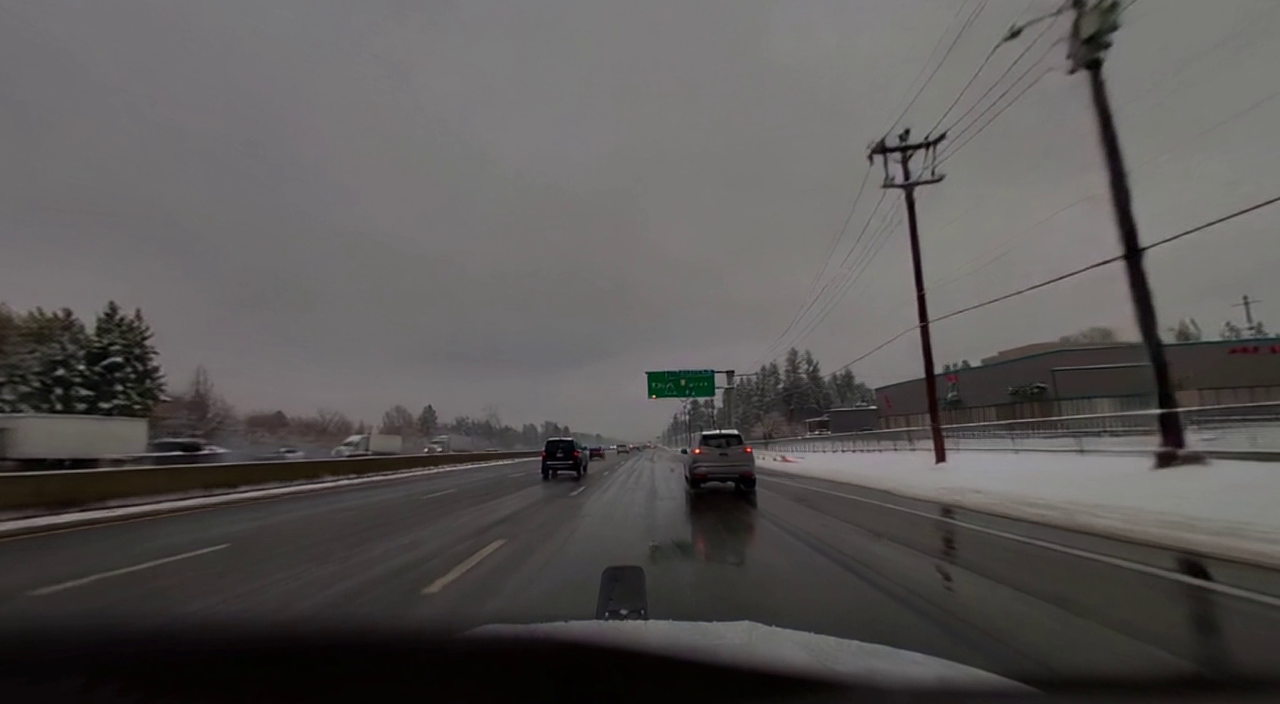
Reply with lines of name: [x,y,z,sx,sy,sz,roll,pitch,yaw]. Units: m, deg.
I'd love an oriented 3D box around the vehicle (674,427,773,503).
vehicle: [2.024,2.905,16.599,2.134,1.733,4.049,0,-8,1]

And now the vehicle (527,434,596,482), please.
vehicle: [-3.088,4.256,25.707,2.125,1.764,4.393,0,-8,1]

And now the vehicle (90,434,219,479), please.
vehicle: [-22.908,4.941,30.066,2.258,1.959,4.897,0,-8,-1]

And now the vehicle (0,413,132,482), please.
vehicle: [-32.608,4.990,32.943,2.955,3.302,11.152,0,-8,-1]

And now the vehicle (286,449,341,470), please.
vehicle: [-24.707,8.104,47.878,2.060,1.474,3.952,0,-8,-2]

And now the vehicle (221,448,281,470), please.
vehicle: [-29.346,8.059,47.772,1.762,1.498,4.459,-1,-8,-1]
